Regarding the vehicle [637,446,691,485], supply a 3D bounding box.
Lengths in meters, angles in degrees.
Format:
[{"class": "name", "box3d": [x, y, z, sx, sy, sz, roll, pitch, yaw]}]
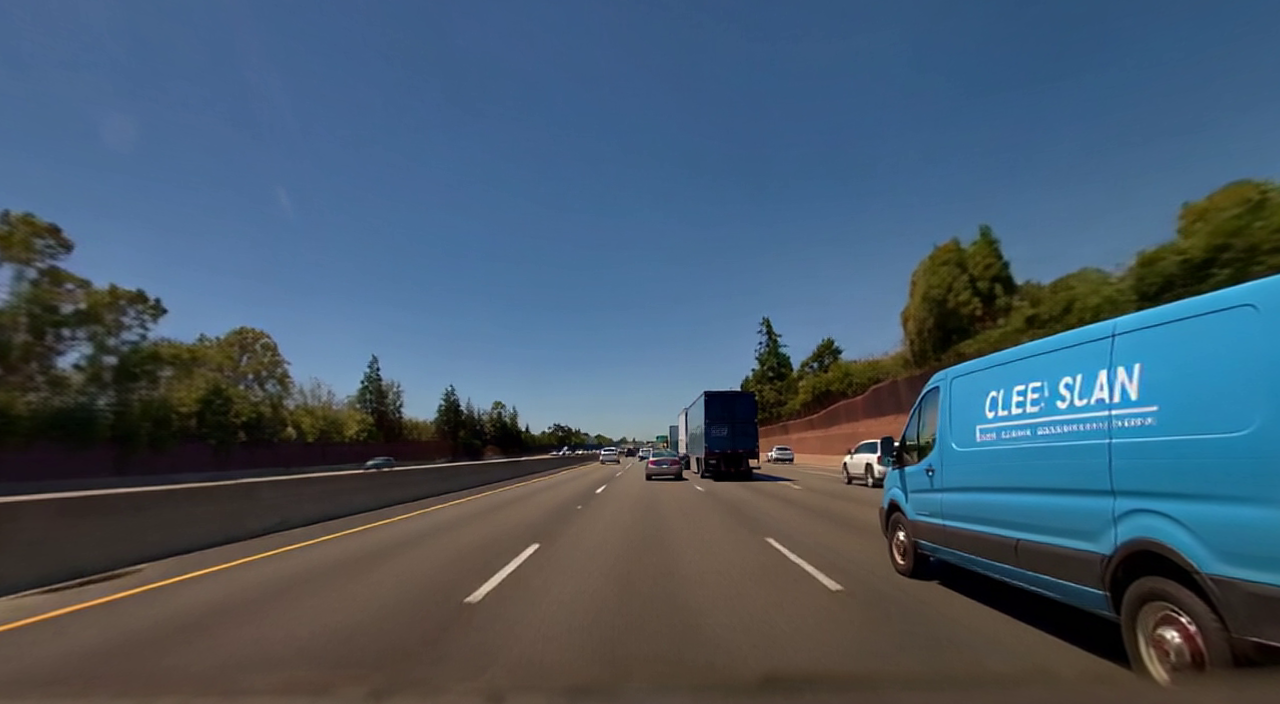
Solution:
[{"class": "vehicle", "box3d": [0.906, 4.738, 26.624, 2.063, 1.469, 4.208, 0, -9, -1]}]

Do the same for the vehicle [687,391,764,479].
[{"class": "vehicle", "box3d": [4.474, 4.840, 35.901, 2.821, 4.077, 12.562, 0, -9, 1]}]

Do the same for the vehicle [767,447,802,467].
[{"class": "vehicle", "box3d": [11.350, 8.243, 49.728, 1.870, 1.525, 3.680, 0, -9, 0]}]

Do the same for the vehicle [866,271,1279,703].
[{"class": "vehicle", "box3d": [3.752, 0.941, 4.086, 2.441, 2.017, 5.739, 0, -9, 0]}]
